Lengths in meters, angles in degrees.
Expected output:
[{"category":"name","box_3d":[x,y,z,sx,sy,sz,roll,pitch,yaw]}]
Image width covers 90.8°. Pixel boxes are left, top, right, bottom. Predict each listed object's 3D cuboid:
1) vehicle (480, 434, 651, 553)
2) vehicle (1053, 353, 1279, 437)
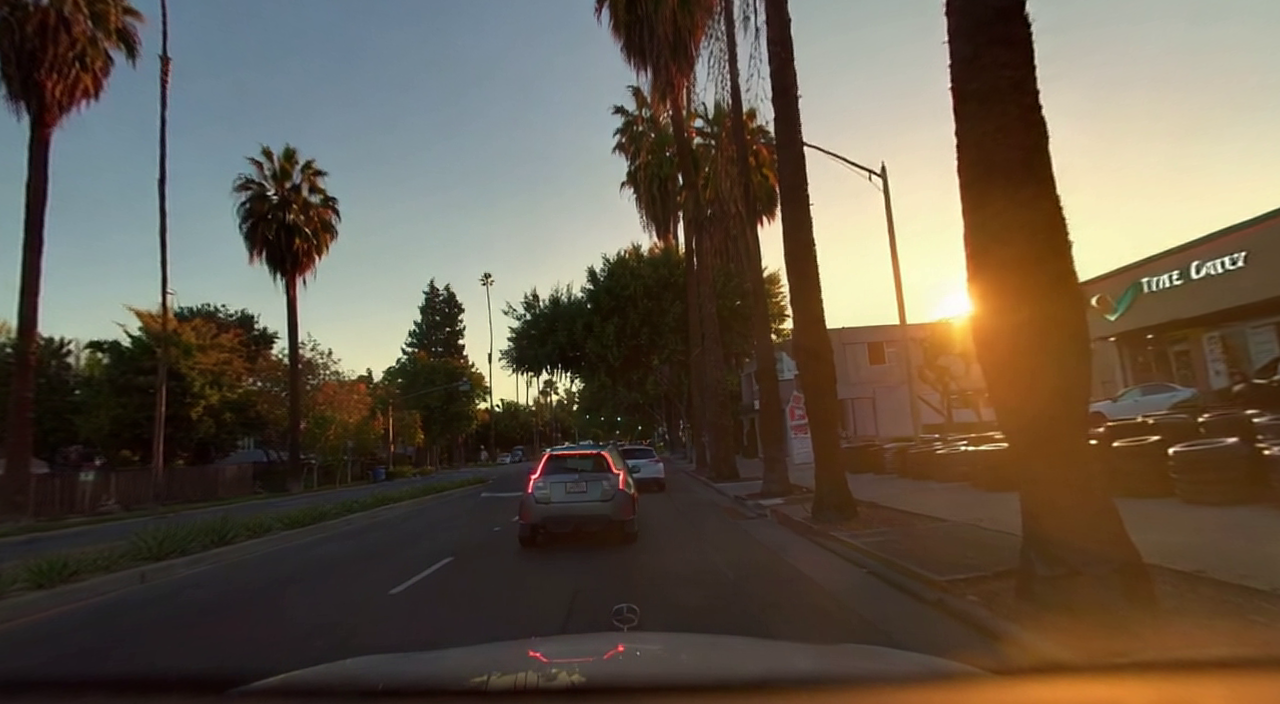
[{"category":"vehicle","box_3d":[-0.997,2.113,10.149,2.169,1.495,4.048,0,-9,-1]},{"category":"vehicle","box_3d":[13.385,1.274,16.518,1.854,1.693,4.798,-1,-10,0]}]
